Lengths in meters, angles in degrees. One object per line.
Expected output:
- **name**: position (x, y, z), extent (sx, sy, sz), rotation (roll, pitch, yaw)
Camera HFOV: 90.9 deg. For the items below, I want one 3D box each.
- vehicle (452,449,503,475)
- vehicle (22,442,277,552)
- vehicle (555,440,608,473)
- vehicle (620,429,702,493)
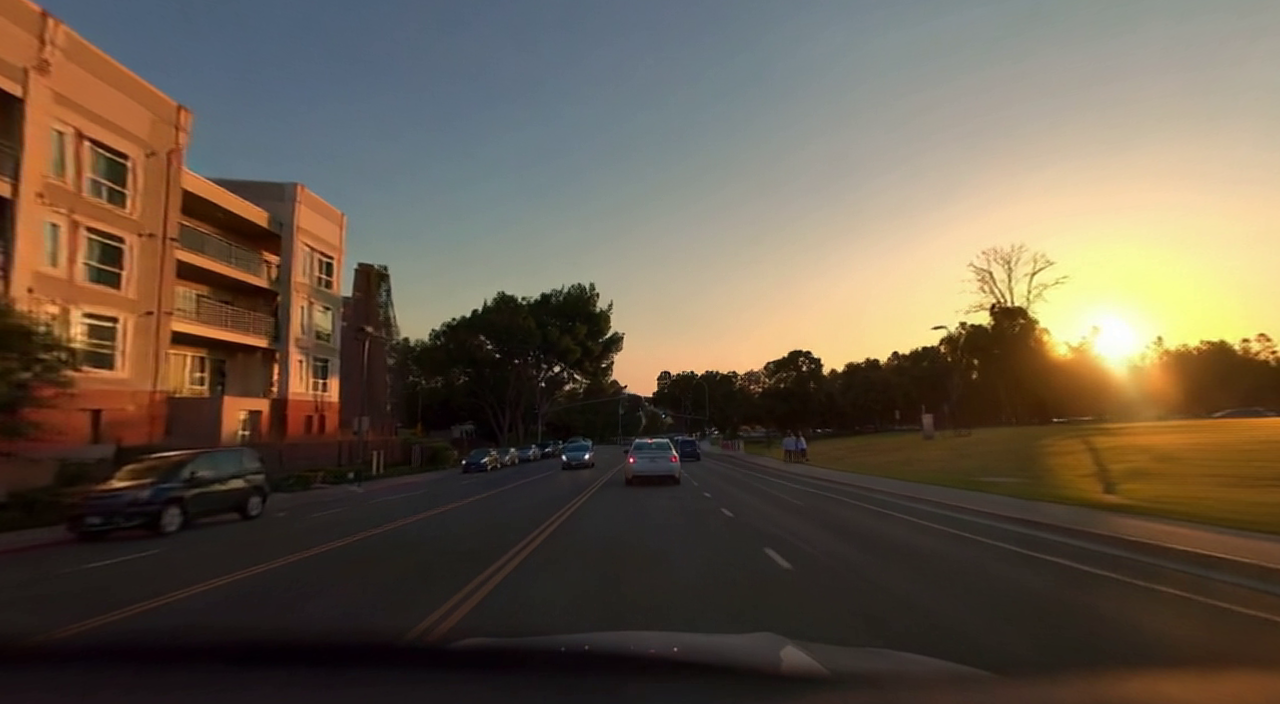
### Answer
- **vehicle**: position (-10.167, 6.910, 39.762), extent (1.839, 1.474, 4.694), rotation (-1, -9, 1)
- **vehicle**: position (-10.289, 2.986, 13.829), extent (2.032, 1.833, 4.465), rotation (-3, -8, 0)
- **vehicle**: position (-2.753, 5.077, 30.742), extent (2.104, 1.455, 4.199), rotation (-1, -9, 1)
- **vehicle**: position (0.559, 3.144, 18.455), extent (2.132, 1.632, 3.838), rotation (0, -9, 0)
